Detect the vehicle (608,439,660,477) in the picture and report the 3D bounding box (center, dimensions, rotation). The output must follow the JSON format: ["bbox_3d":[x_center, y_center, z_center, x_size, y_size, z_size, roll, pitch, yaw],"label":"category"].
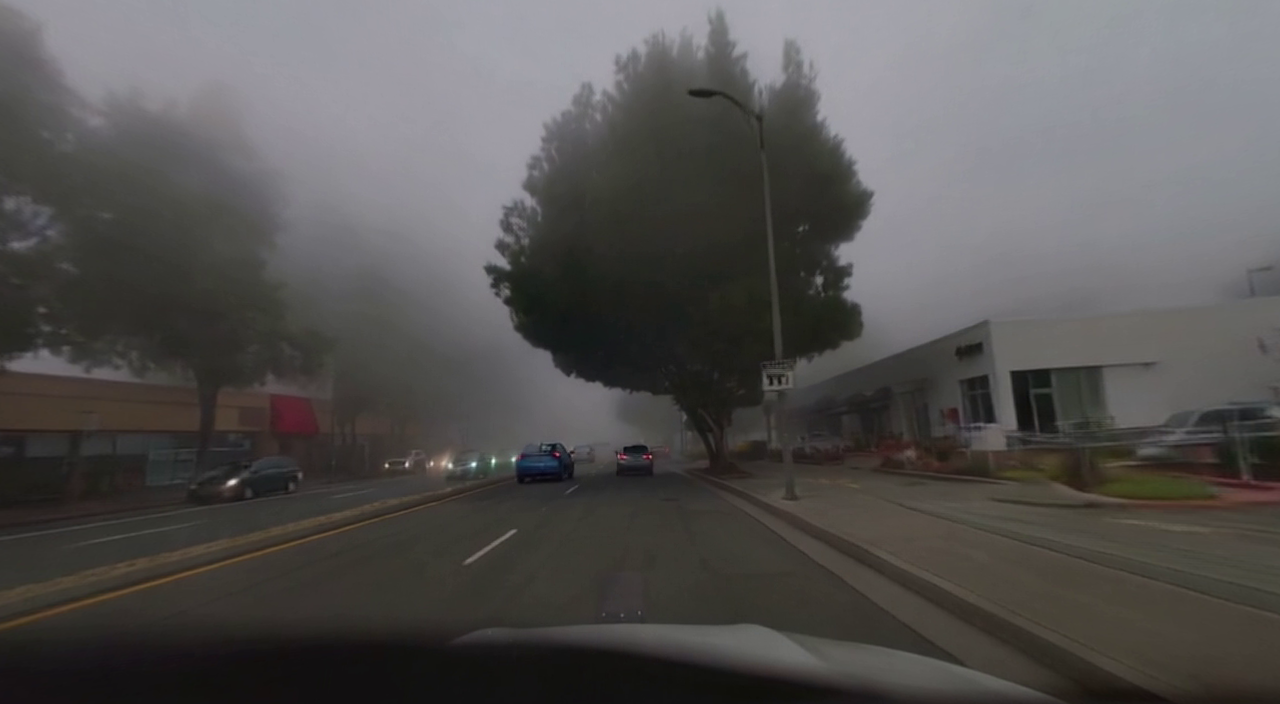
[{"bbox_3d":[-0.309,4.537,27.304,2.085,1.475,3.976,0,-8,-2],"label":"vehicle"}]

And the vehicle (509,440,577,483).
[{"bbox_3d":[-3.578,4.114,24.050,1.921,1.477,4.083,0,-8,0],"label":"vehicle"}]

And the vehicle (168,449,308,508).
[{"bbox_3d":[-13.523,4.231,21.613,1.936,1.656,4.284,-3,-8,1],"label":"vehicle"}]

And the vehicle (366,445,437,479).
[{"bbox_3d":[-13.083,6.028,34.973,1.999,1.755,4.518,-1,-8,3],"label":"vehicle"}]

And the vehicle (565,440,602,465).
[{"bbox_3d":[-3.549,6.401,40.370,1.887,1.517,4.254,0,-8,1],"label":"vehicle"}]

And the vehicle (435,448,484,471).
[{"bbox_3d":[-12.540,7.486,44.190,1.909,1.462,4.608,-1,-8,3],"label":"vehicle"}]
